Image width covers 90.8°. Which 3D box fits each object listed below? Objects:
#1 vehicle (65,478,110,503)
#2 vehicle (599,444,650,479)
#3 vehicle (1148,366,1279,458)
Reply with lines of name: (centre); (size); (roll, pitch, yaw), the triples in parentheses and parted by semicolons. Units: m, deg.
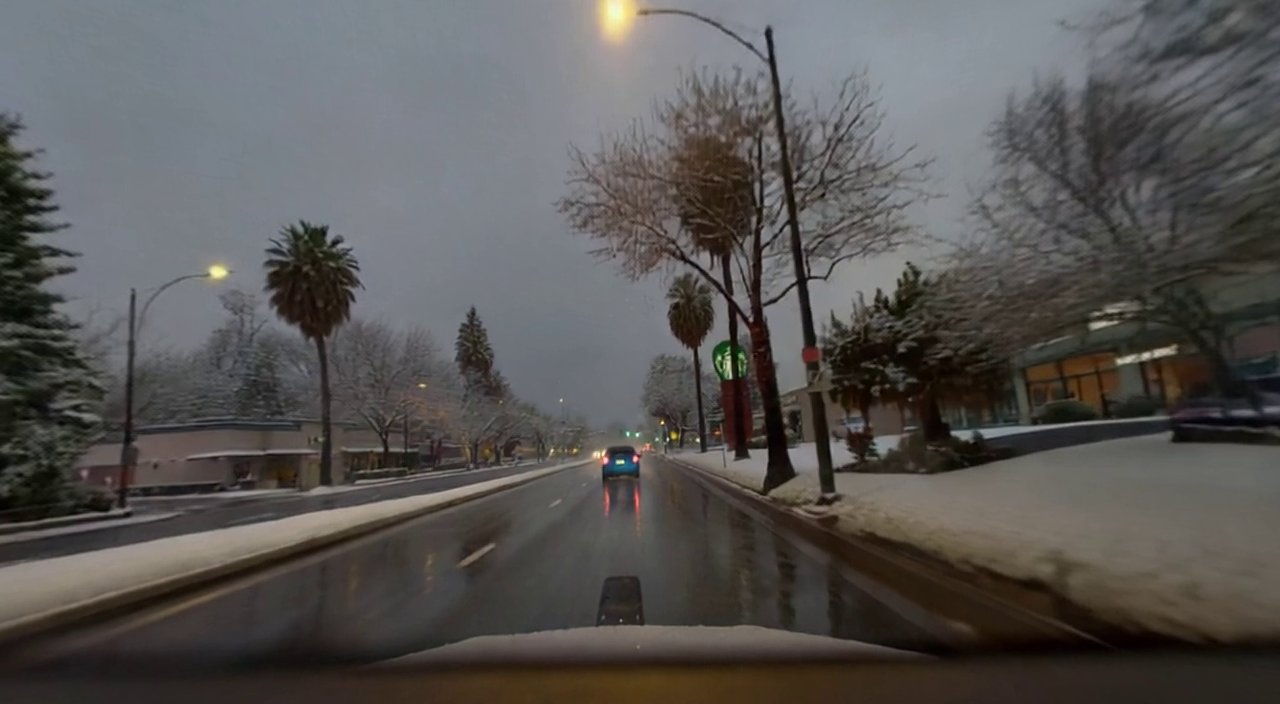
vehicle: (-43.413, 10.864, 49.714); (2.106, 1.639, 4.127); (6, -10, -35)
vehicle: (-0.668, 4.987, 29.191); (2.156, 1.462, 4.495); (0, -8, 0)
vehicle: (12.589, 1.104, 11.607); (1.873, 1.657, 4.557); (5, -10, -30)
